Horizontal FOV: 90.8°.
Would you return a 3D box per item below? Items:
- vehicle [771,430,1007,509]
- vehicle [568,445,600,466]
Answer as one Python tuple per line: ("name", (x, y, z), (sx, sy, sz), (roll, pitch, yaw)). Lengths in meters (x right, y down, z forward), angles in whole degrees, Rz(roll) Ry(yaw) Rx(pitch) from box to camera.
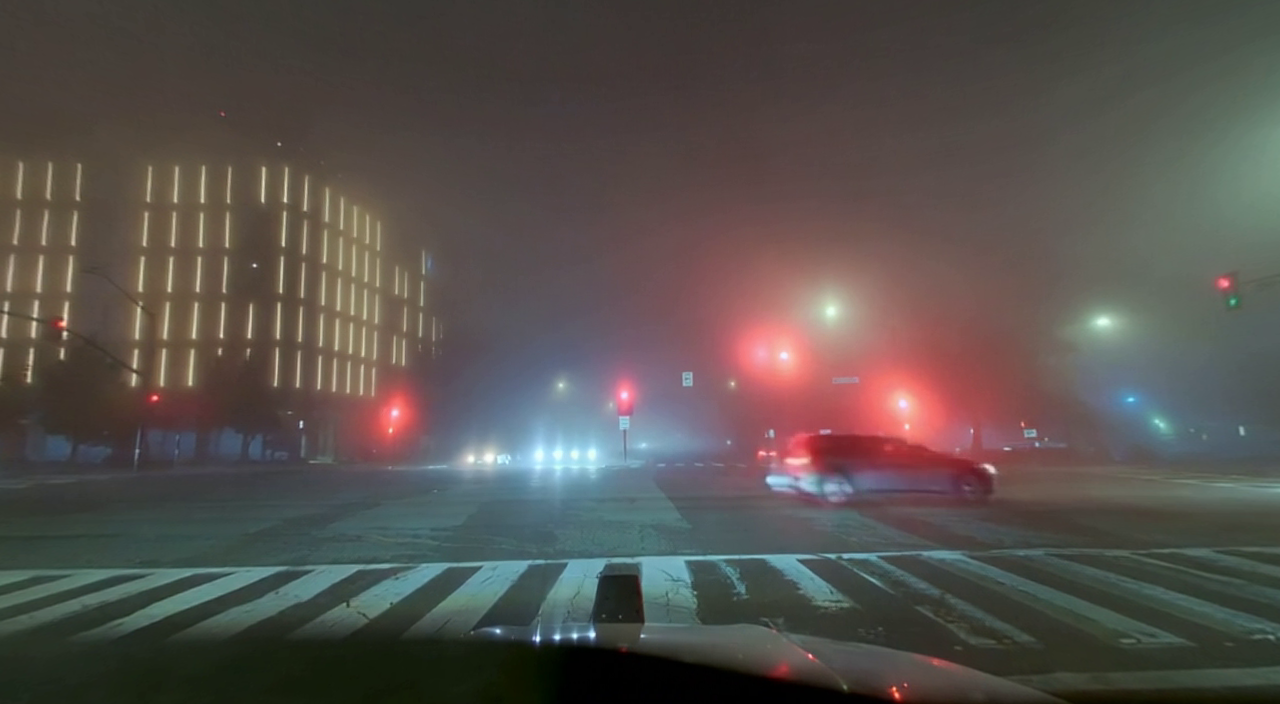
("vehicle", (5.877, 2.783, 15.292), (4.853, 1.719, 1.986), (1, -8, -6))
("vehicle", (-4.363, 8.126, 49.743), (2.130, 1.613, 4.121), (0, -8, 0))
